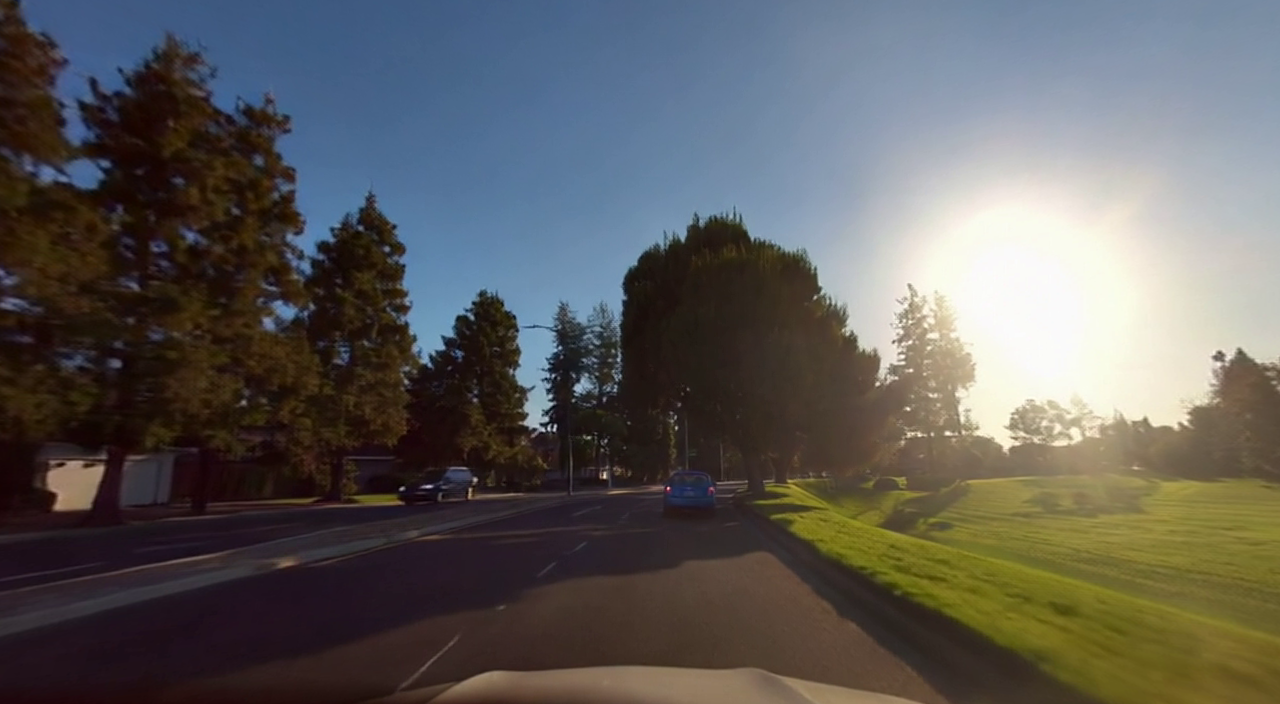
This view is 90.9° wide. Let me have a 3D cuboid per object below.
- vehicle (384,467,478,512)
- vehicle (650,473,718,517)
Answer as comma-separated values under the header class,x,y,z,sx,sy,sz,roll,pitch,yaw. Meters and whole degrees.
class,x,y,z,sx,sy,sz,roll,pitch,yaw
vehicle,-9.294,6.132,28.487,2.066,1.744,4.771,-5,-11,8
vehicle,1.646,4.805,21.584,1.972,1.250,5.282,-1,-11,8
